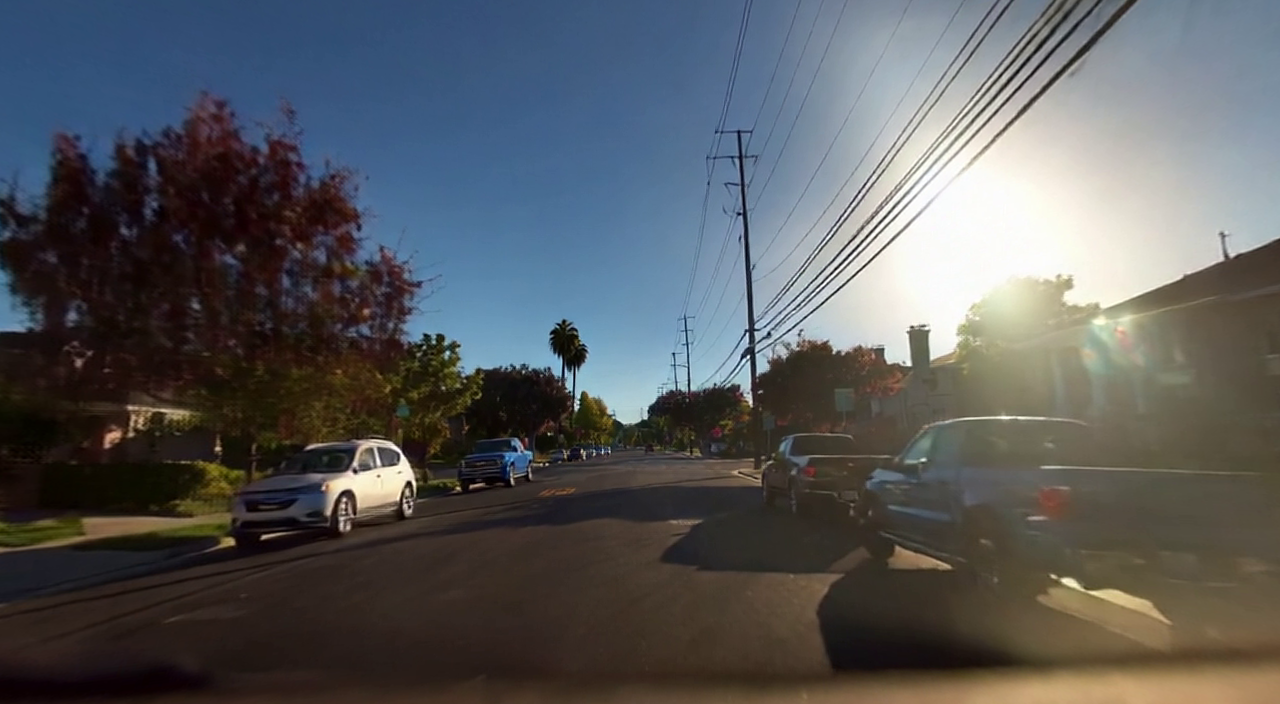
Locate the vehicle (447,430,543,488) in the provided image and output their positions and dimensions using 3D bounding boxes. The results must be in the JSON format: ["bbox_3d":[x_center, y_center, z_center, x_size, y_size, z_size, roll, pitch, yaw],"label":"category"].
[{"bbox_3d":[-5.660,4.292,25.717,2.455,2.045,6.171,0,-8,0],"label":"vehicle"}]

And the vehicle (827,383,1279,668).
[{"bbox_3d":[3.550,1.418,6.310,1.979,1.762,4.621,0,-8,1],"label":"vehicle"}]

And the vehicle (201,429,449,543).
[{"bbox_3d":[-5.711,2.471,12.398,2.226,1.768,4.780,0,-8,2],"label":"vehicle"}]
